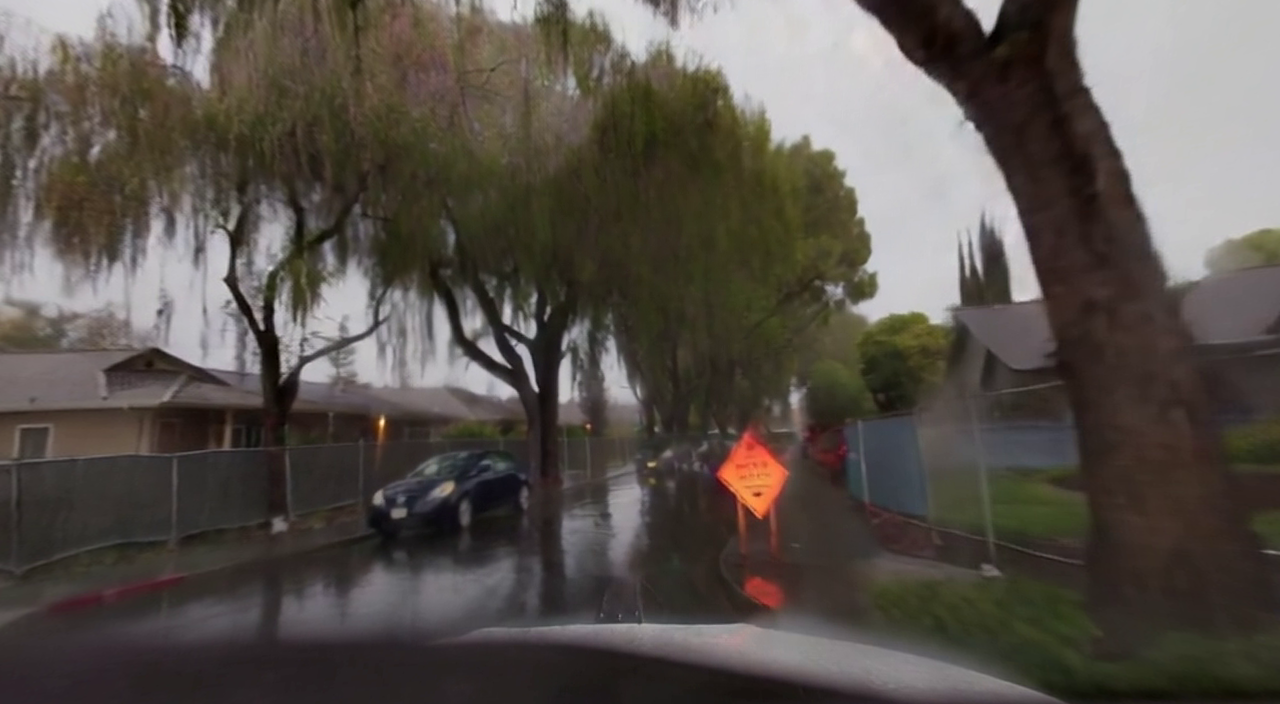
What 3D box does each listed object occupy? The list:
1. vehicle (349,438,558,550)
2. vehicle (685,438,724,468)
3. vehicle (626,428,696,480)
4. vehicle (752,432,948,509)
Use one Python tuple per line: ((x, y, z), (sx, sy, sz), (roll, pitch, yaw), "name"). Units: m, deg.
((-3.243, 2.501, 11.963), (1.899, 1.524, 4.082), (1, -6, 14), "vehicle")
((4.038, 6.171, 38.792), (1.765, 1.493, 4.130), (0, -6, 14), "vehicle")
((1.060, 4.483, 28.335), (2.042, 1.937, 4.960), (1, -5, 15), "vehicle")
((4.654, 2.503, 13.872), (4.070, 1.436, 1.827), (4, -9, -31), "vehicle")
